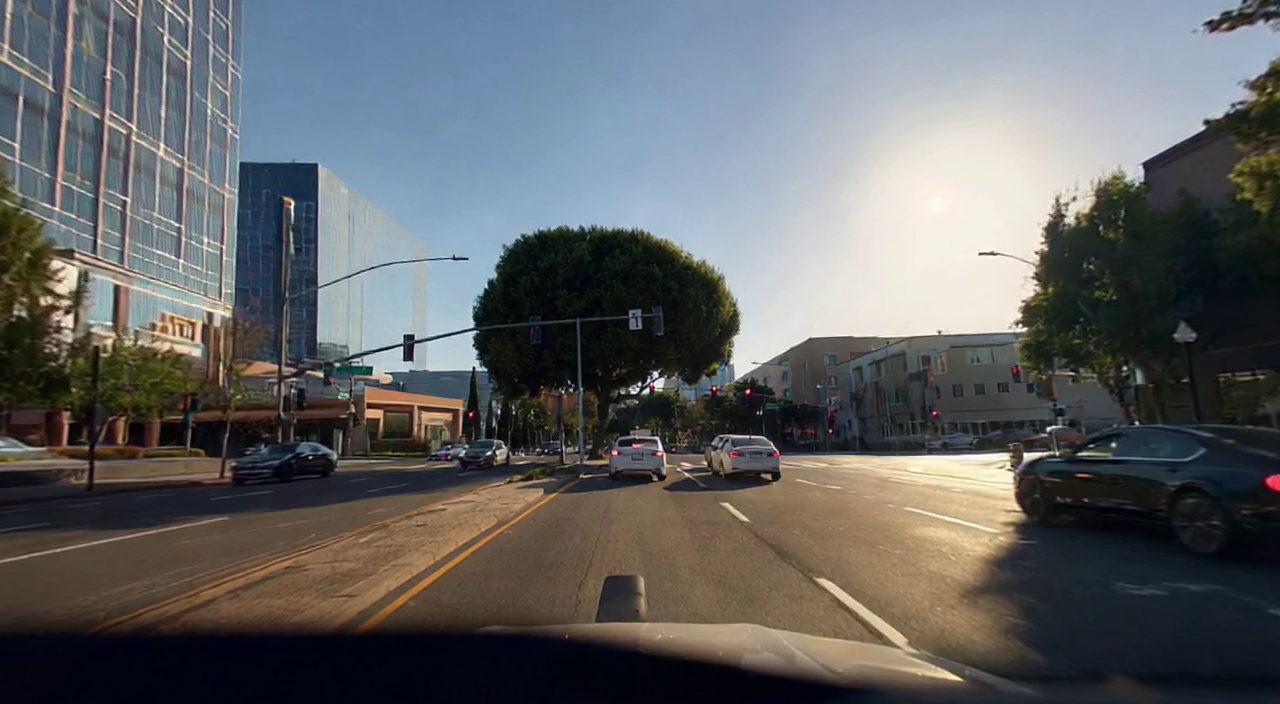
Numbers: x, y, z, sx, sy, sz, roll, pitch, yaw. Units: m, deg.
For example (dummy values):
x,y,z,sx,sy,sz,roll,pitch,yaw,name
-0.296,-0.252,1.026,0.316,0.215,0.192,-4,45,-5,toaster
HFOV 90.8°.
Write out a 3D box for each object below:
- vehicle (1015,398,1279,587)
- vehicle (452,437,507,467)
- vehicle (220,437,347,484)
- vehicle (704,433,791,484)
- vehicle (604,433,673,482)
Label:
x,y,z,sx,sy,sz,roll,pitch,yaw,name
7.167,1.608,7.759,2.177,1.774,4.743,0,-9,0,vehicle
-8.699,5.461,34.606,1.965,1.530,3.883,0,-9,0,vehicle
-12.794,3.919,23.056,1.930,1.529,4.303,0,-9,3,vehicle
3.454,3.530,21.195,2.018,1.491,4.544,0,-9,-1,vehicle
-0.071,3.502,21.168,2.087,1.468,4.014,0,-9,-1,vehicle
